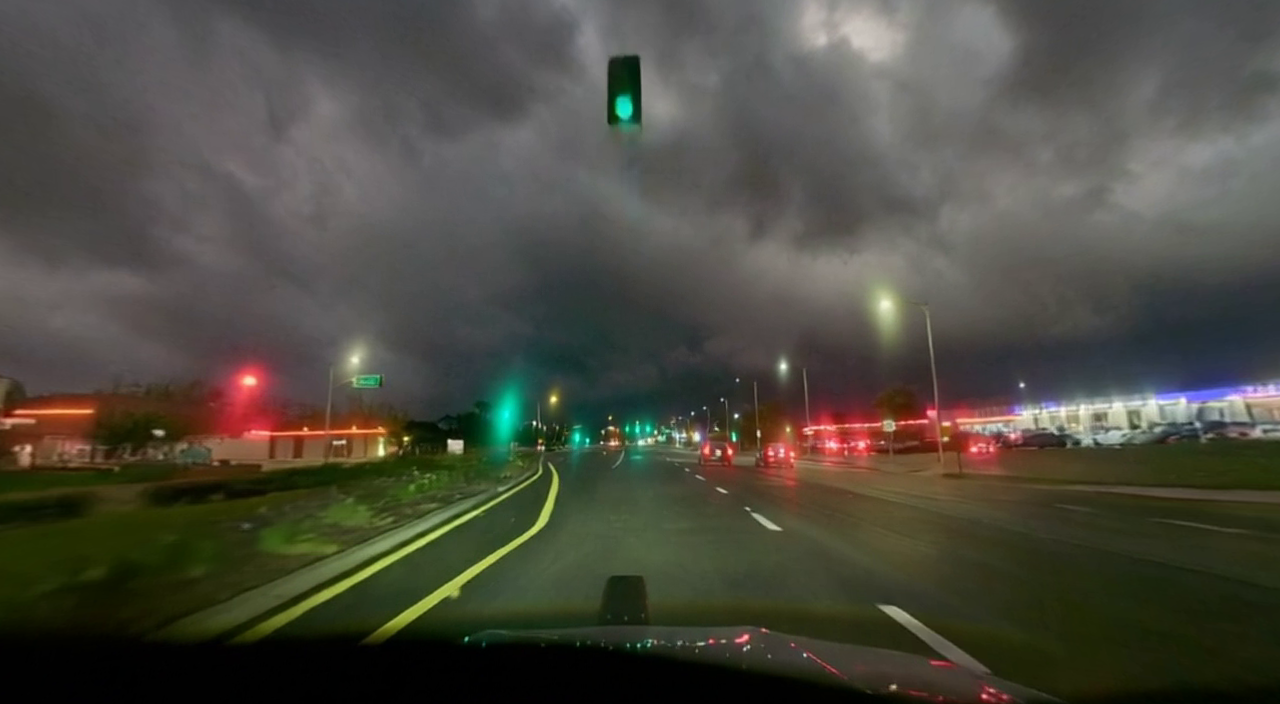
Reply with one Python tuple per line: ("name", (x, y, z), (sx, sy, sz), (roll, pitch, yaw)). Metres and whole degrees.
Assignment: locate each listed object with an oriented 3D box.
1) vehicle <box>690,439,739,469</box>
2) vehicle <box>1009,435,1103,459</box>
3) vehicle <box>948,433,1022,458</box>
("vehicle", (3.972, 5.527, 34.291), (2.038, 1.528, 4.259), (0, -8, -1))
("vehicle", (26.693, 6.097, 40.488), (4.691, 1.436, 1.988), (0, -8, -4))
("vehicle", (26.386, 7.138, 48.269), (4.544, 1.474, 1.772), (-4, -7, -5))
